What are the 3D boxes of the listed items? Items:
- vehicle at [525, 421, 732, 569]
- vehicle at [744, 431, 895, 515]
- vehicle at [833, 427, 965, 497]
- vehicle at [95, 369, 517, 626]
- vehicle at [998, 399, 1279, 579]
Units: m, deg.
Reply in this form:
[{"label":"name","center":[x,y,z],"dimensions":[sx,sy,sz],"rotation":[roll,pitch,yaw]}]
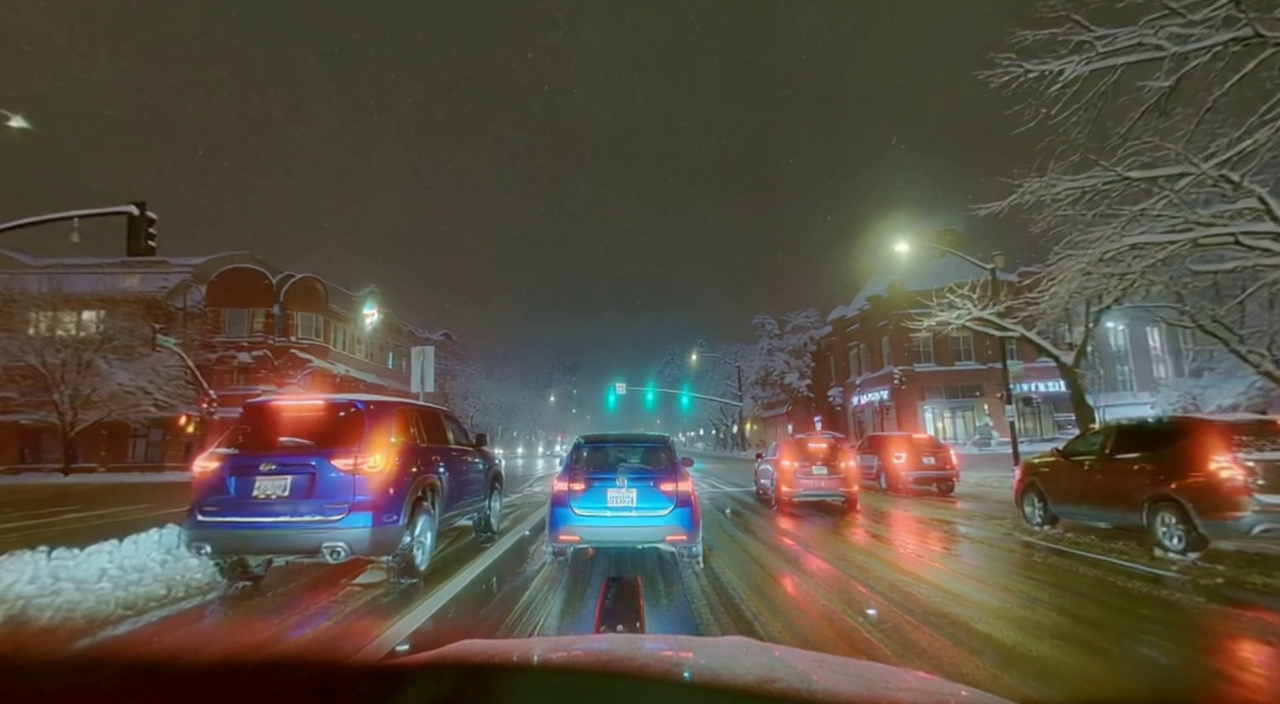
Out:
[{"label":"vehicle","center":[-0.152,1.748,8.461],"dimensions":[2.097,1.480,4.006],"rotation":[0,-8,-1]},{"label":"vehicle","center":[3.591,2.501,13.594],"dimensions":[1.861,1.473,4.393],"rotation":[0,-8,-1]},{"label":"vehicle","center":[7.035,3.026,17.701],"dimensions":[1.894,1.693,4.110],"rotation":[0,-8,-1]},{"label":"vehicle","center":[-2.852,1.384,6.969],"dimensions":[2.064,1.825,4.760],"rotation":[0,-8,-1]},{"label":"vehicle","center":[7.241,1.668,8.432],"dimensions":[2.068,1.731,4.752],"rotation":[0,-8,-1]}]
